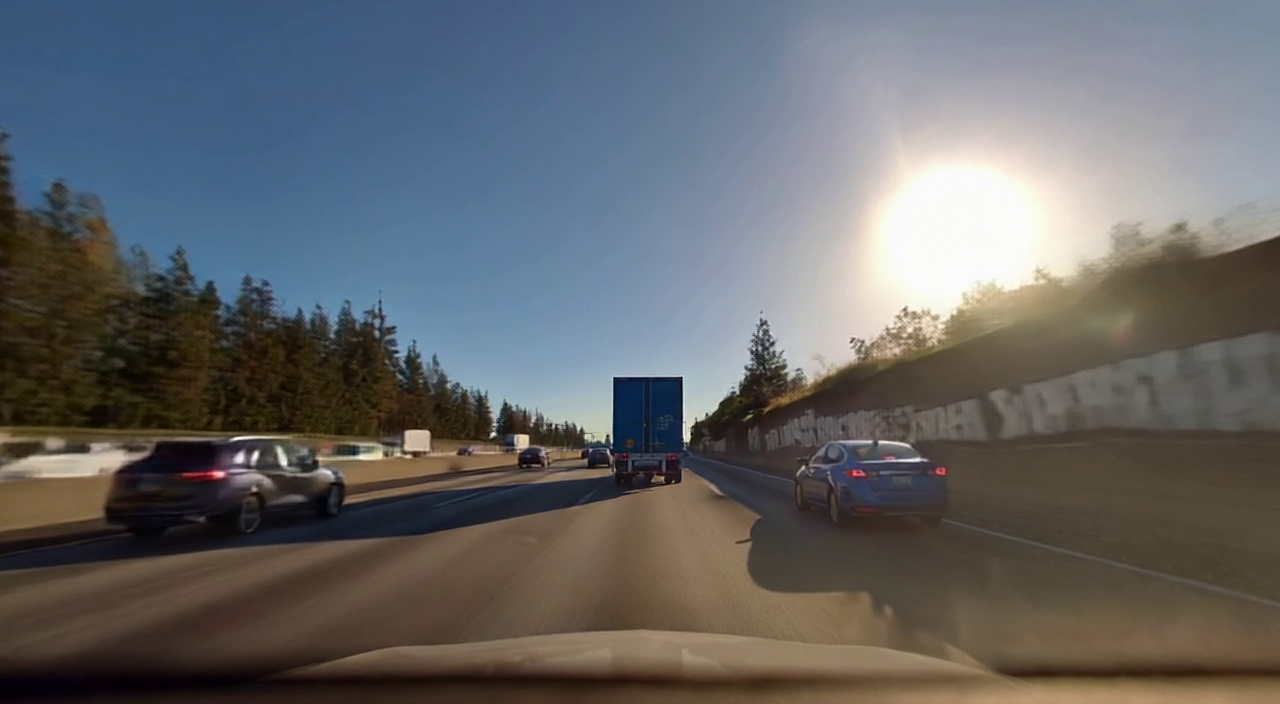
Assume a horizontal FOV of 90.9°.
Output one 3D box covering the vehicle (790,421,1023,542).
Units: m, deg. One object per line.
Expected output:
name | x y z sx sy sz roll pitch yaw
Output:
vehicle | 4.314 2.185 11.214 2.205 1.689 4.403 0 -9 0

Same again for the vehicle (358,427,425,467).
vehicle | -17.406 6.738 44.595 2.179 2.650 5.861 0 -9 1

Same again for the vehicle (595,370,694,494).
vehicle | 0.134 3.111 23.656 2.915 3.661 9.741 0 -9 0

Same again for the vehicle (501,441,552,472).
vehicle | -6.268 5.841 35.326 2.005 1.607 4.042 0 -9 2

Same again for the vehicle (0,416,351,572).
vehicle | -6.525 1.909 9.271 2.134 1.662 4.851 0 -9 1
